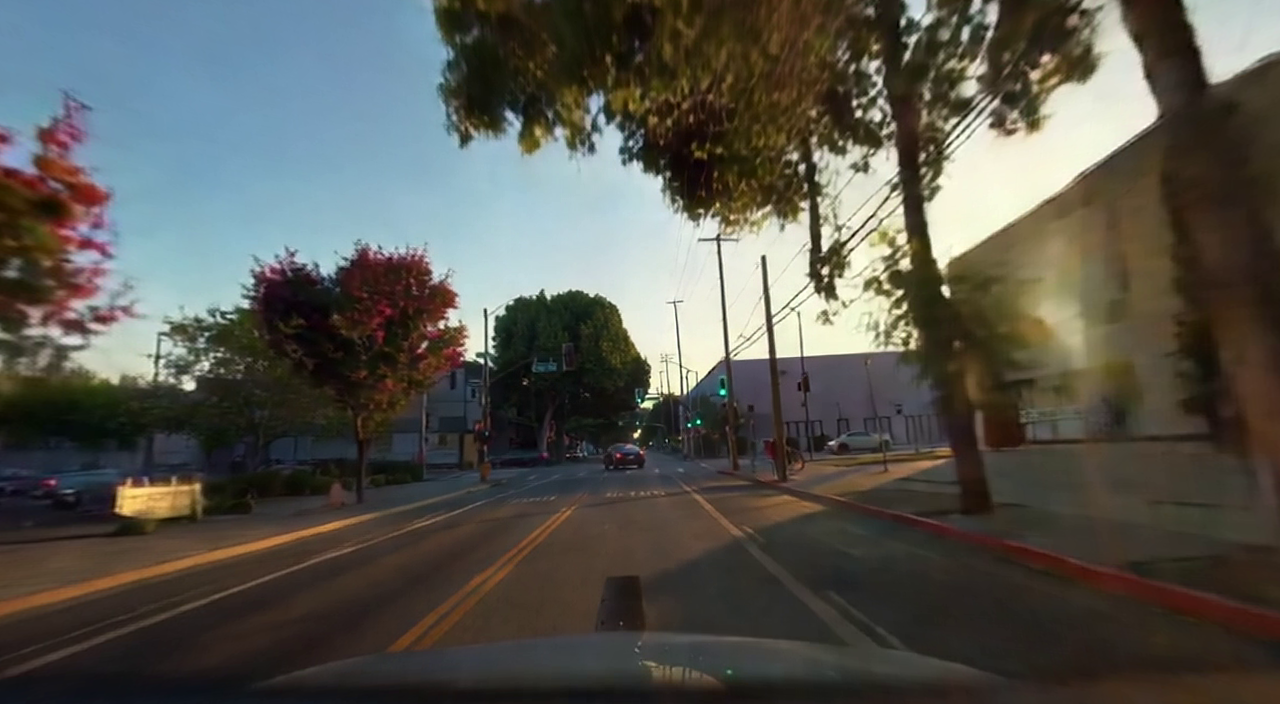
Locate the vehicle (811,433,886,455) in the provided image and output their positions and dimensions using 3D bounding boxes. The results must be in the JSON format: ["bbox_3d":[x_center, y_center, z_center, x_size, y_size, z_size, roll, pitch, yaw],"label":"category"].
[{"bbox_3d":[14.582,6.467,44.359,4.632,1.484,1.907,0,-8,-1],"label":"vehicle"}]

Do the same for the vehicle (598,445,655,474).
[{"bbox_3d":[-0.830,5.945,35.190,2.118,1.478,4.624,2,-9,-15],"label":"vehicle"}]

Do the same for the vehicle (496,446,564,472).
[{"bbox_3d":[-7.764,7.530,44.664,4.472,1.736,1.874,-4,-10,27],"label":"vehicle"}]

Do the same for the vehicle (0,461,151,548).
[{"bbox_3d":[-13.058,3.145,13.126,4.226,1.575,2.124,-4,-10,9],"label":"vehicle"}]
